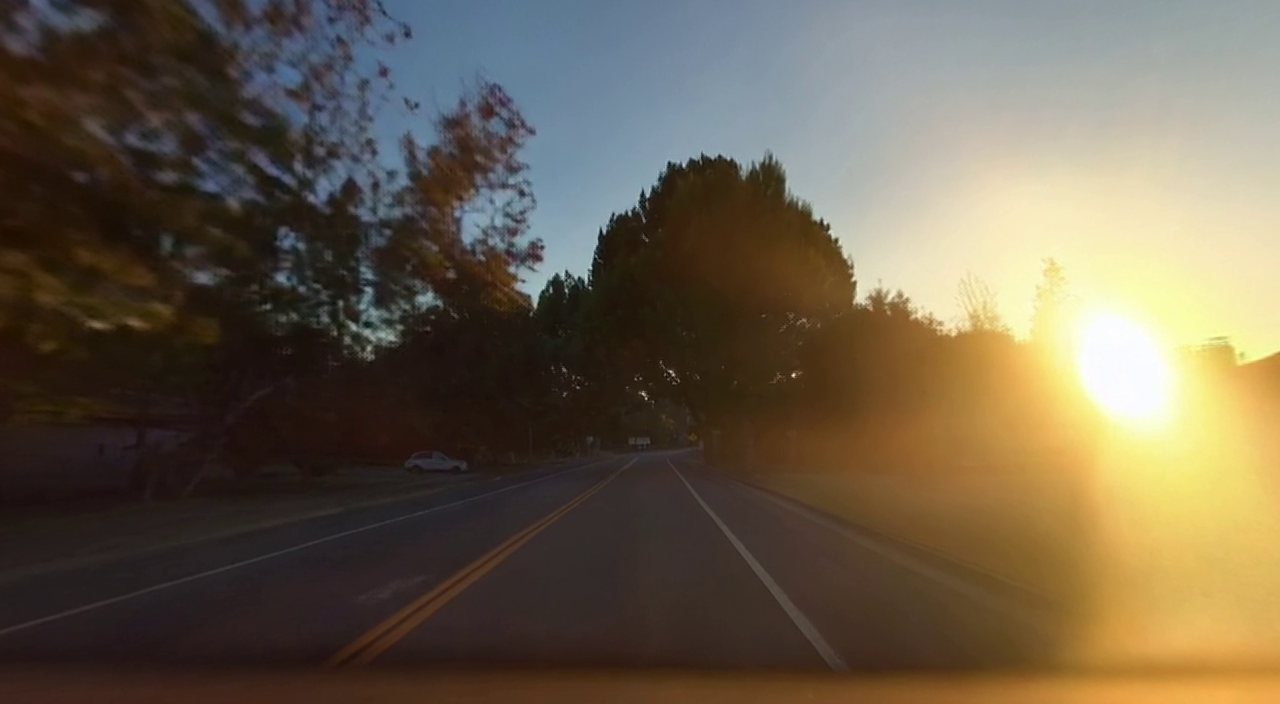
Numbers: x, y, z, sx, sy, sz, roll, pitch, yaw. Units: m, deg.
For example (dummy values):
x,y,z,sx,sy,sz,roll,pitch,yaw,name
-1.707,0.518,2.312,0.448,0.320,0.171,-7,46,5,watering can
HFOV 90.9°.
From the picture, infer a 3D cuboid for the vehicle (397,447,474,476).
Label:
x,y,z,sx,sy,sz,roll,pitch,yaw,name
-13.246,7.074,40.844,4.310,1.723,1.915,-2,-8,14,vehicle
